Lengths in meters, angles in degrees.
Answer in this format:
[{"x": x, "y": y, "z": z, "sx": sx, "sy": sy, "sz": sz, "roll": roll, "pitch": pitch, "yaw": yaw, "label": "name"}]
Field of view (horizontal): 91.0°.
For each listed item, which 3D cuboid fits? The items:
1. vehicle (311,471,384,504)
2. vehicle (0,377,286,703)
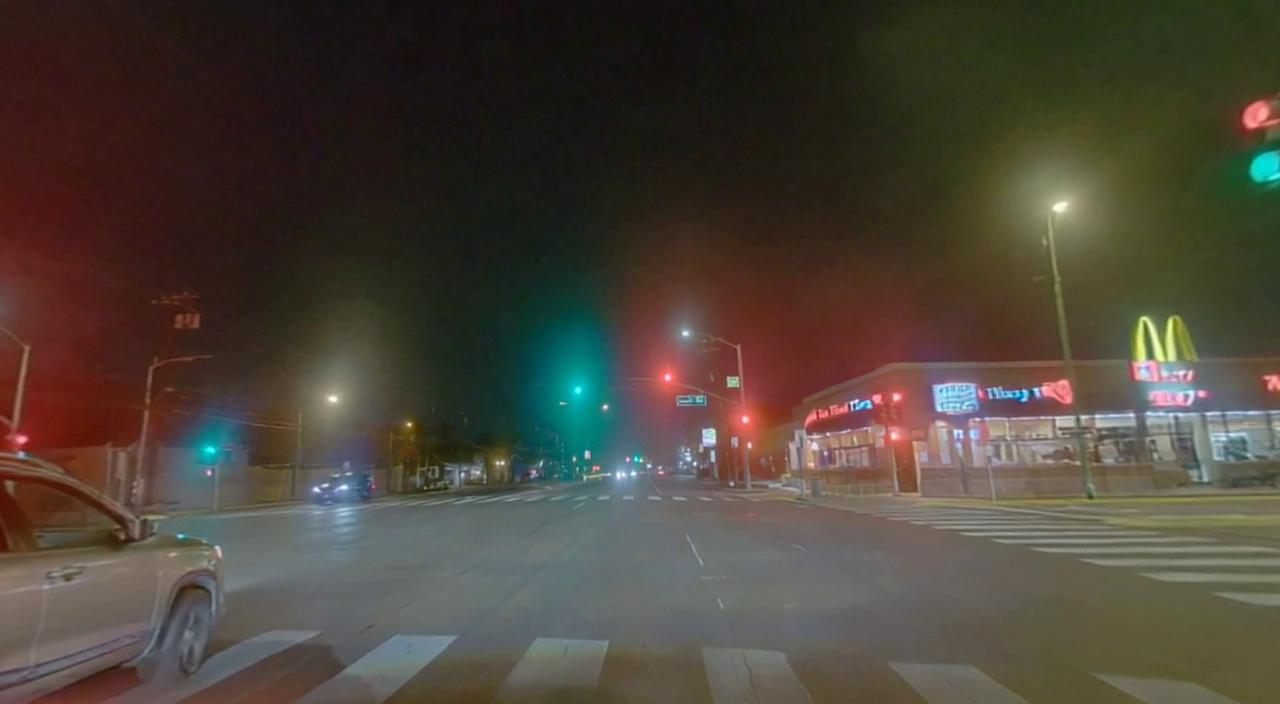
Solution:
[{"x": -15.871, "y": 7.346, "z": 34.378, "sx": 1.931, "sy": 1.471, "sz": 4.152, "roll": 0, "pitch": -9, "yaw": 1, "label": "vehicle"}, {"x": -3.327, "y": 0.827, "z": 1.605, "sx": 2.081, "sy": 1.644, "sz": 4.523, "roll": 0, "pitch": -9, "yaw": 2, "label": "vehicle"}]
